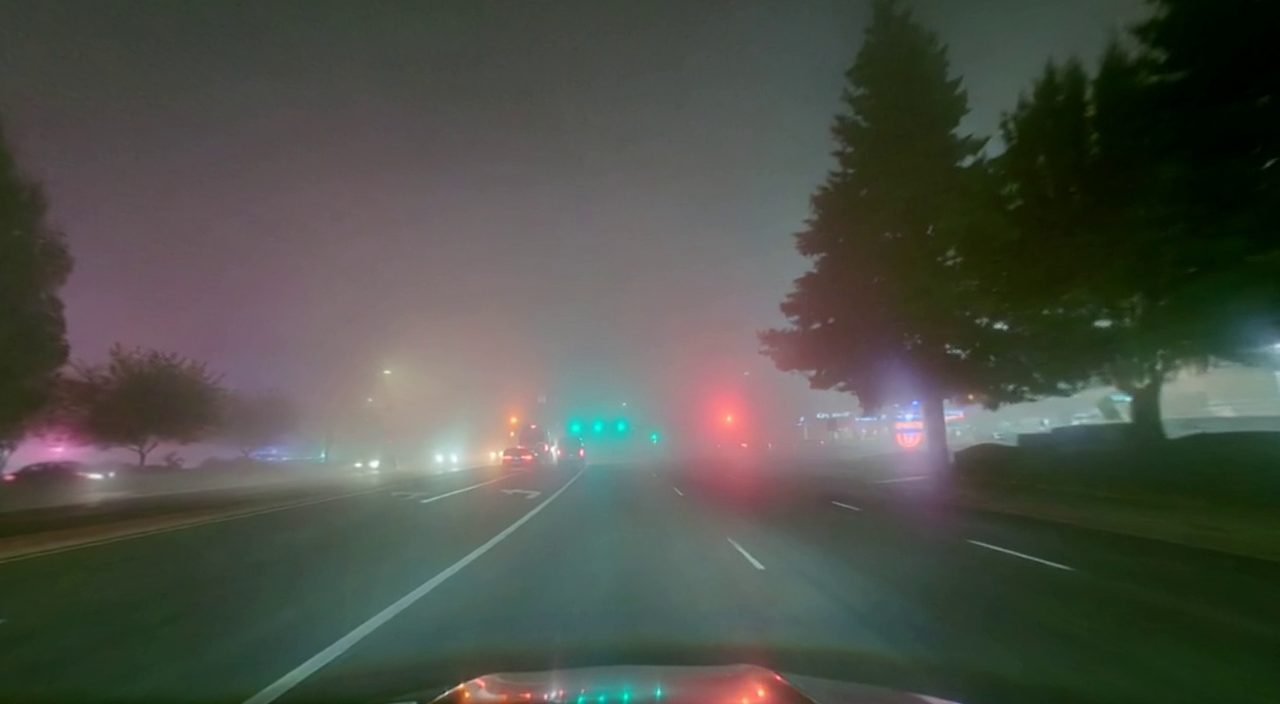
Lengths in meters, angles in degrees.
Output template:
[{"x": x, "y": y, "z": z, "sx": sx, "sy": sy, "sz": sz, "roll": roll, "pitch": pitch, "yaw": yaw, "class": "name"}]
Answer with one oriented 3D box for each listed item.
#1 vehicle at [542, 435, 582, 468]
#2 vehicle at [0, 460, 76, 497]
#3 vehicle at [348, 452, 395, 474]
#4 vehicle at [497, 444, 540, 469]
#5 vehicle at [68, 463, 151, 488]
[{"x": -5.062, "y": 6.578, "z": 41.754, "sx": 2.206, "sy": 2.007, "sz": 5.190, "roll": 0, "pitch": -9, "yaw": -3, "class": "vehicle"}, {"x": -31.682, "y": 6.280, "z": 31.548, "sx": 4.878, "sy": 1.709, "sz": 2.152, "roll": 0, "pitch": -9, "yaw": 0, "class": "vehicle"}, {"x": -21.035, "y": 8.682, "z": 49.624, "sx": 1.930, "sy": 1.659, "sz": 4.364, "roll": 0, "pitch": -9, "yaw": -2, "class": "vehicle"}, {"x": -7.652, "y": 6.620, "z": 40.182, "sx": 1.993, "sy": 1.490, "sz": 4.768, "roll": 0, "pitch": -9, "yaw": -2, "class": "vehicle"}, {"x": -32.901, "y": 7.649, "z": 39.260, "sx": 3.465, "sy": 1.474, "sz": 1.815, "roll": 0, "pitch": -9, "yaw": 0, "class": "vehicle"}]
